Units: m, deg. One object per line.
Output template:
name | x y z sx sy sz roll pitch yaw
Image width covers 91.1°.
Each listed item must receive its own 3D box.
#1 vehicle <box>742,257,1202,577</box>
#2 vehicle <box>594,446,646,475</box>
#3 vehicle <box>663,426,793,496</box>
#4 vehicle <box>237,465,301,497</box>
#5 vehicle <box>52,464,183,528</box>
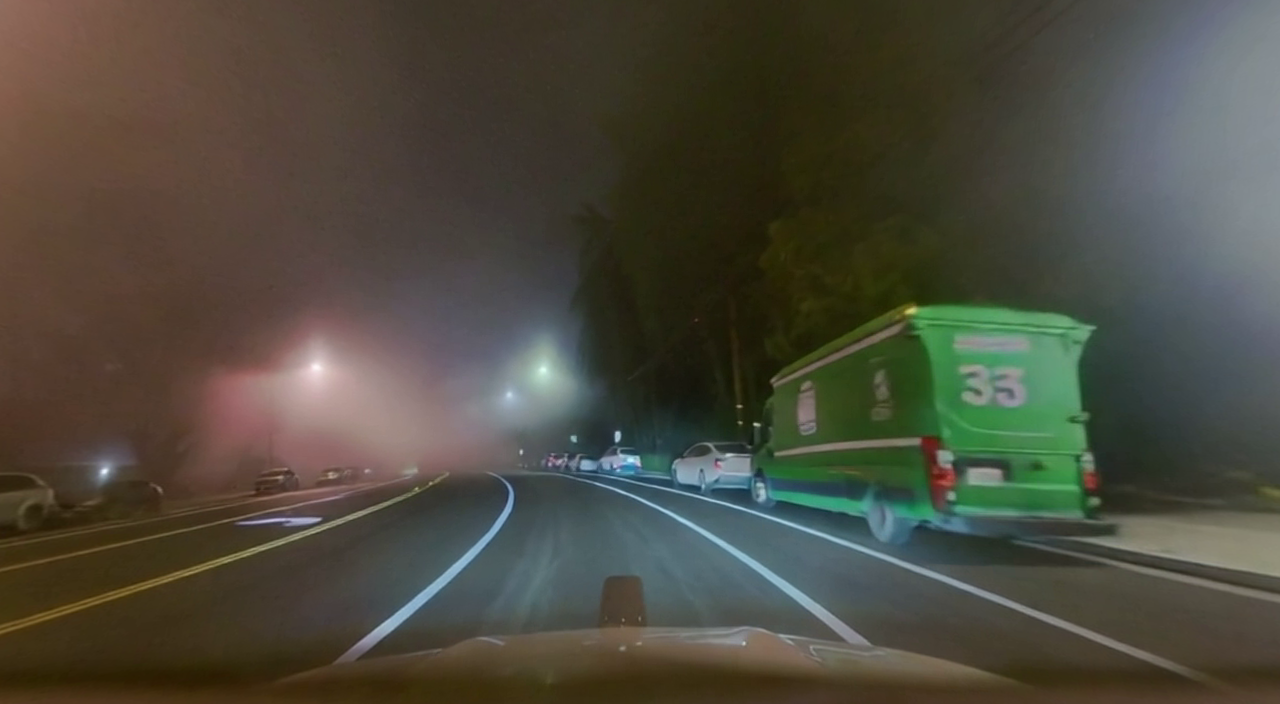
vehicle | 4.083 1.191 10.399 2.918 3.319 7.595 1 -8 -5
vehicle | -1.231 6.180 36.206 2.041 1.520 4.674 2 -9 -14
vehicle | 2.553 3.445 20.346 2.251 1.868 6.178 2 -9 -11
vehicle | -21.583 7.480 36.710 1.949 1.456 4.497 1 -7 -13
vehicle | -18.441 5.038 22.414 1.934 1.733 3.921 -4 -8 -11
